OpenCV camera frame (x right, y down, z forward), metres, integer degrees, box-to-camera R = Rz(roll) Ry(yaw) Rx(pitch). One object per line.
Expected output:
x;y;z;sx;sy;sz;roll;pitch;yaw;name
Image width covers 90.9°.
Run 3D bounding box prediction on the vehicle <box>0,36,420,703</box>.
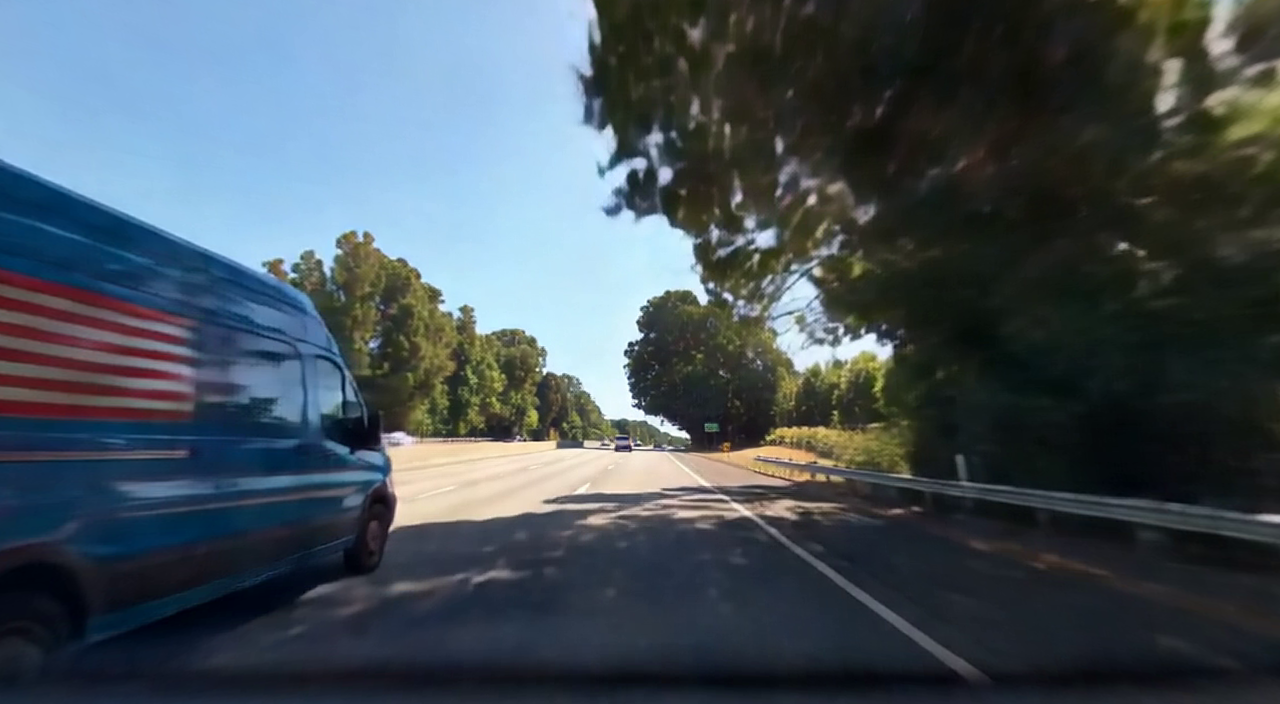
-3.733;0.407;4.227;2.319;2.883;5.632;0;-8;1;vehicle
